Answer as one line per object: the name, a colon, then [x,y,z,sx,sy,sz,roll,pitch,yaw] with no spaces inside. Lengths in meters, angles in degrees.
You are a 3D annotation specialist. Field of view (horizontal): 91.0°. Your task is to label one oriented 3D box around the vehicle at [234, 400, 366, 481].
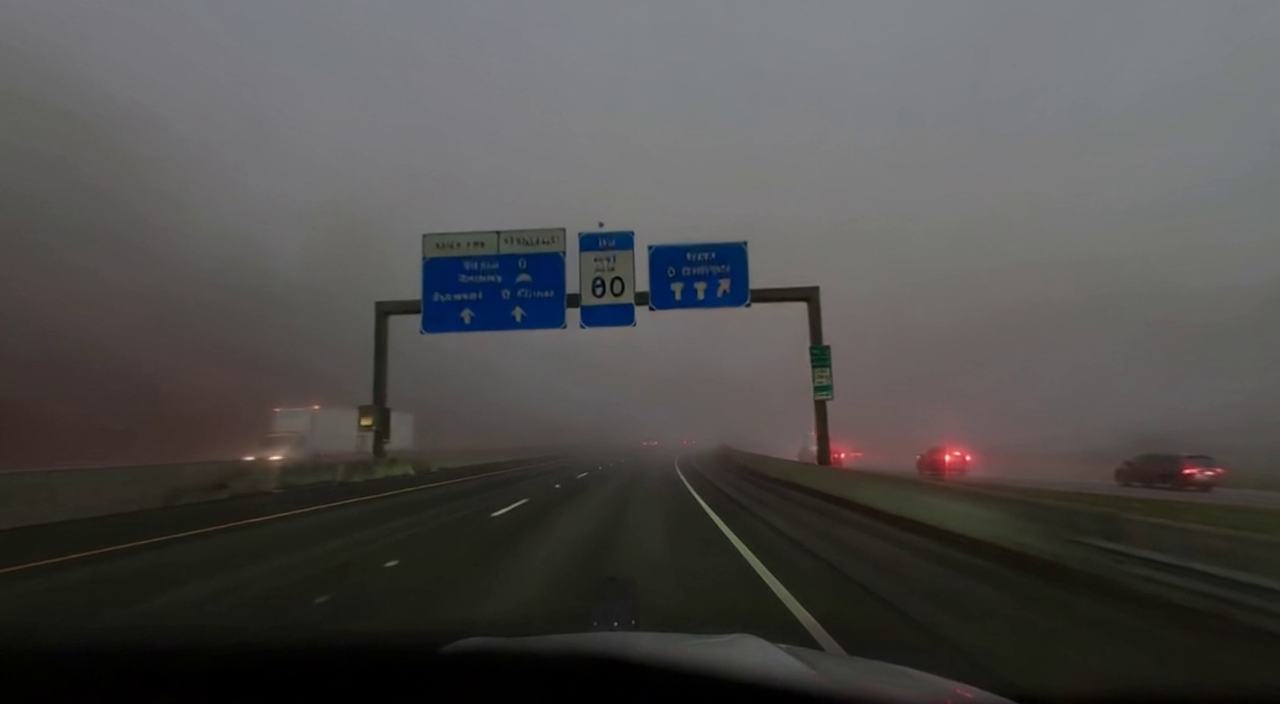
vehicle: [-17.214,4.569,32.475,3.120,3.715,6.168,-1,-8,2]
